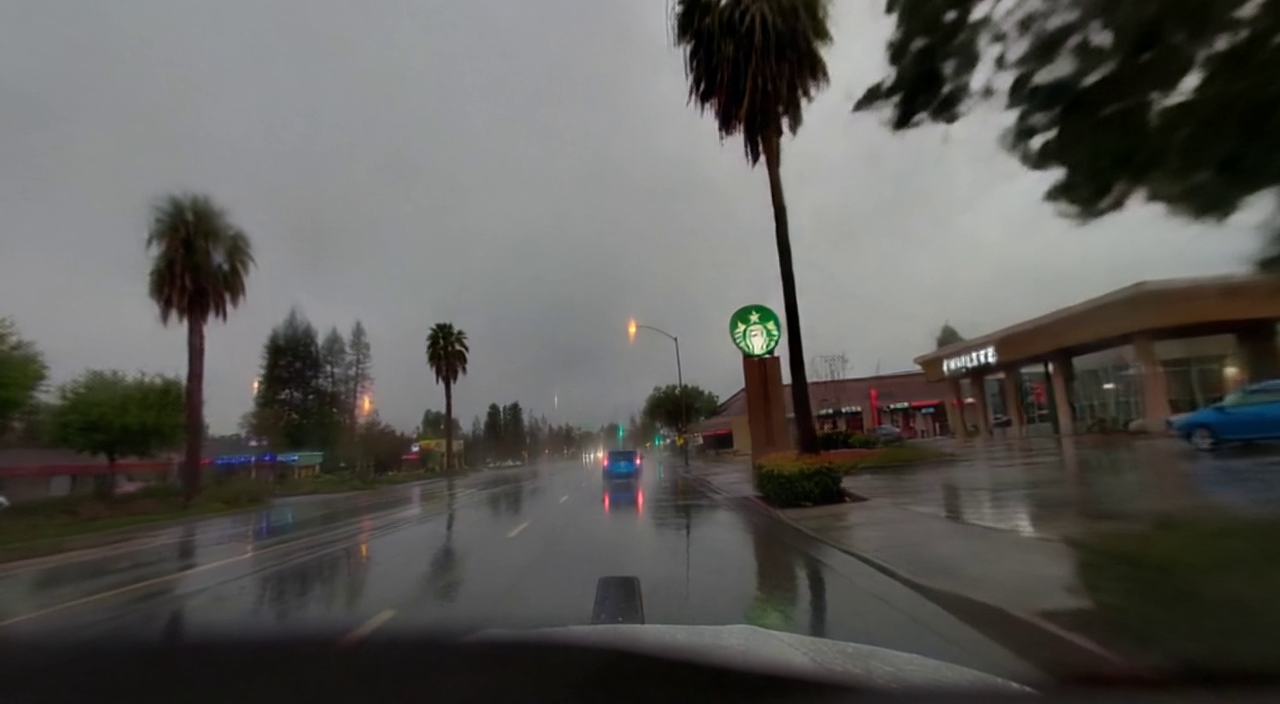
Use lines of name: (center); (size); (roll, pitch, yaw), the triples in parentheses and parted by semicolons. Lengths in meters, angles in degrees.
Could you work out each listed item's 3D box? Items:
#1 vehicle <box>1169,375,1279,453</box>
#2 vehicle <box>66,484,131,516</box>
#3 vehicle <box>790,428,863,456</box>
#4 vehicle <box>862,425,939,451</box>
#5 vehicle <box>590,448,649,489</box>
vehicle: (13.315, 1.222, 12.454); (1.827, 1.497, 4.468); (0, -9, -1)
vehicle: (-32.155, 8.784, 37.606); (1.791, 1.511, 4.030); (3, -10, -24)
vehicle: (12.484, 6.089, 42.584); (1.873, 1.657, 4.557); (5, -12, -31)
vehicle: (17.700, 5.892, 43.141); (1.856, 1.665, 4.574); (6, -10, -32)
vehicle: (-0.802, 4.601, 25.281); (2.156, 1.462, 4.495); (0, -9, -1)
